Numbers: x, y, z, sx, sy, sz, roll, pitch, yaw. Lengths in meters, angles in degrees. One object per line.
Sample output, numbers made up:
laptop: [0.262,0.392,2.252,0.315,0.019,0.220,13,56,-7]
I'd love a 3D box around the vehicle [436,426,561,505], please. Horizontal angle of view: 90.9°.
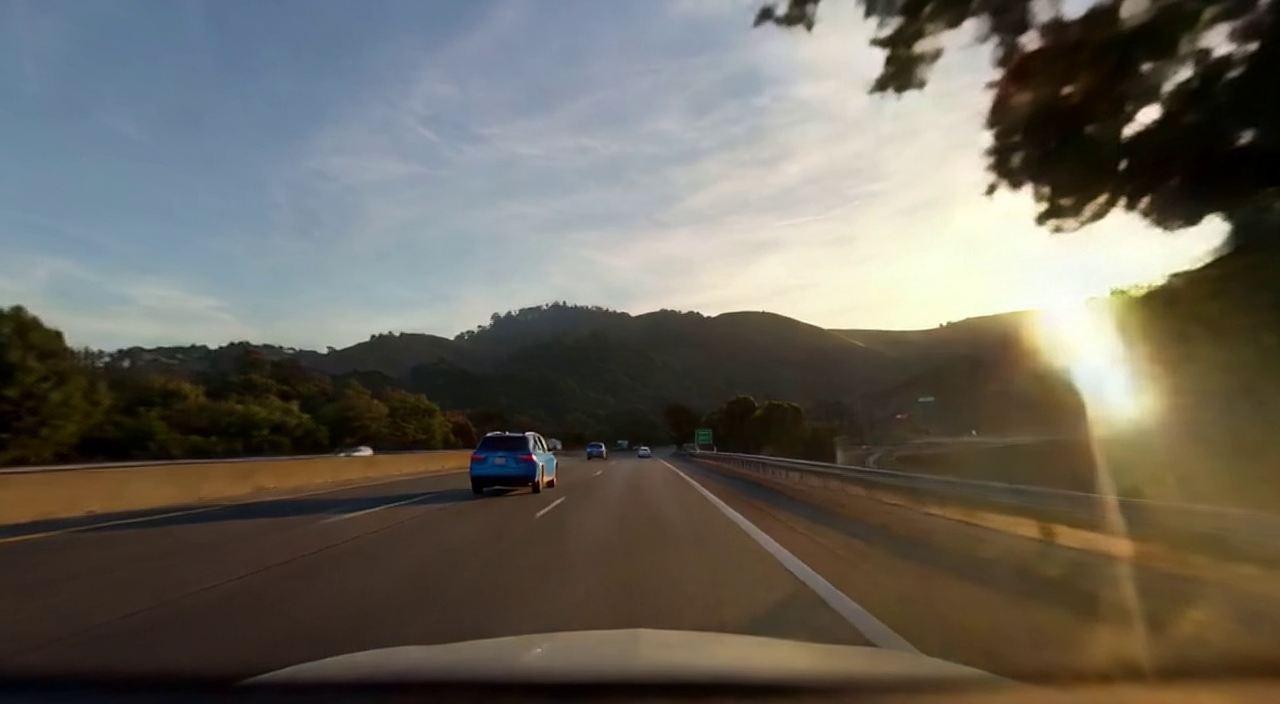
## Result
vehicle: [-3.439,2.857,16.335,2.138,1.718,4.415,-1,-8,1]
